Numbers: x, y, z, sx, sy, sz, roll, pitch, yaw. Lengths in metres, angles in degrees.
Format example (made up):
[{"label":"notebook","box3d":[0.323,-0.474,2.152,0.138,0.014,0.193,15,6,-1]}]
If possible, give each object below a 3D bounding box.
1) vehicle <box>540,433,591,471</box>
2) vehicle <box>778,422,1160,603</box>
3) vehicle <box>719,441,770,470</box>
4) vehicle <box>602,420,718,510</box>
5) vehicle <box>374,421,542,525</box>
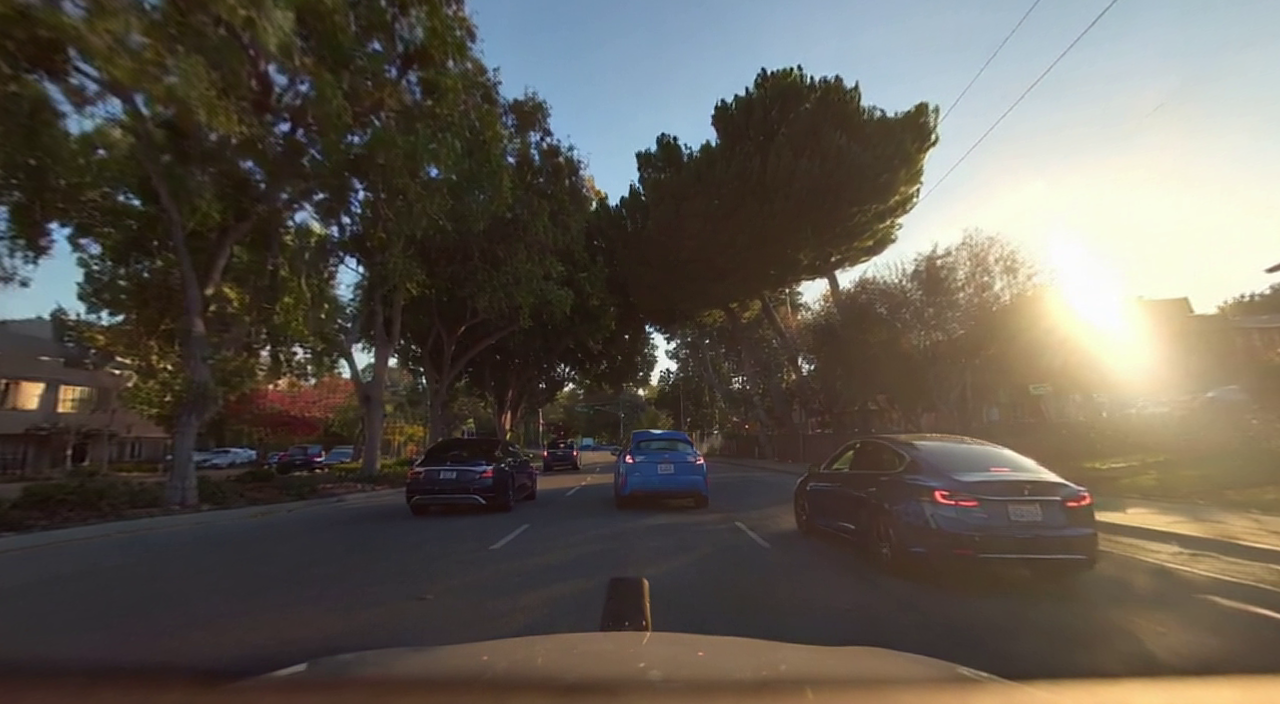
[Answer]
[{"label":"vehicle","box3d":[-3.589,4.897,31.028,2.014,1.755,4.360,0,-8,0]},{"label":"vehicle","box3d":[3.264,1.683,7.620,2.017,1.491,4.611,0,-8,-2]},{"label":"vehicle","box3d":[5.781,5.787,35.426,2.010,1.486,4.498,0,-8,-1]},{"label":"vehicle","box3d":[0.301,2.536,14.597,2.280,1.747,4.361,0,-8,-2]},{"label":"vehicle","box3d":[-3.371,2.348,12.797,2.043,1.687,4.676,0,-8,-1]}]
